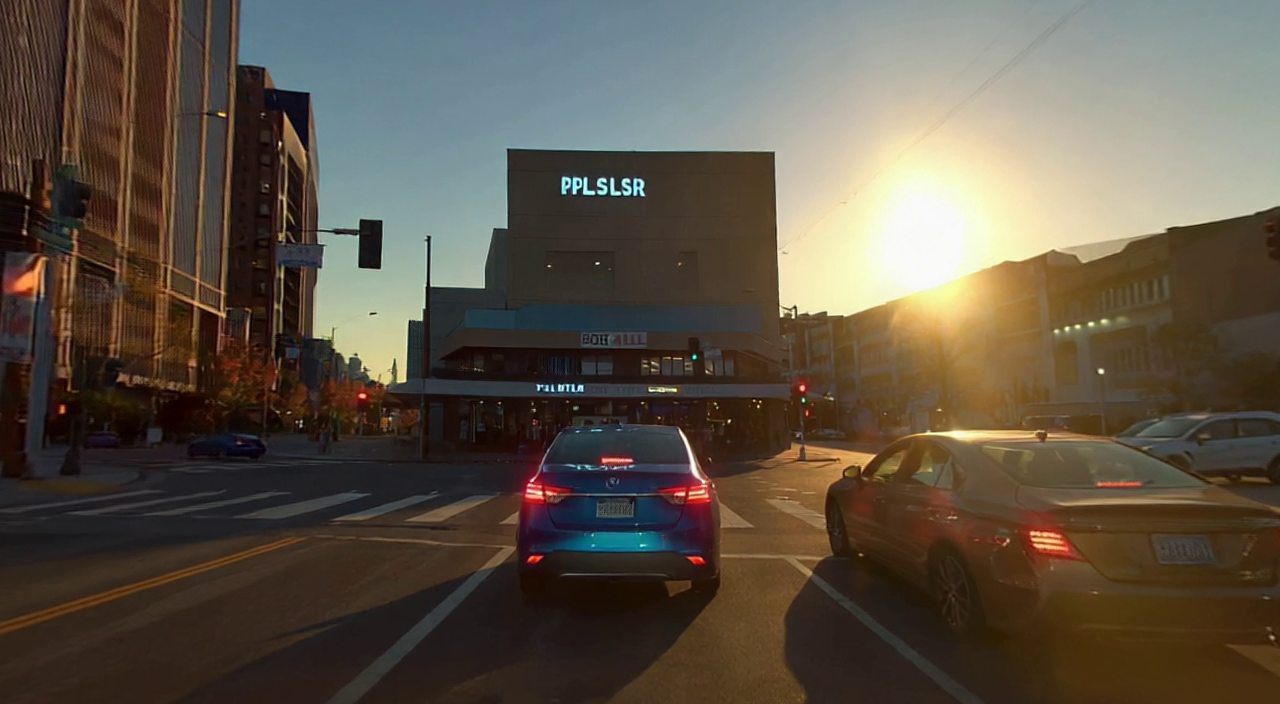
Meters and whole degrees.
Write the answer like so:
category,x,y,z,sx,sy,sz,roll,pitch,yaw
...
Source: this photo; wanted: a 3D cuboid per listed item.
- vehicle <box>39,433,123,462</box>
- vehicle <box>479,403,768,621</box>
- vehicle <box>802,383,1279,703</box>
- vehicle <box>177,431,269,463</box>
category,x,y,z,sx,sy,sz,roll,pitch,yaw
vehicle,-33.224,5.674,37.527,4.253,1.570,2.132,-4,-9,26
vehicle,-0.141,1.525,7.077,2.123,1.589,4.702,0,-8,0
vehicle,3.030,1.307,5.443,1.983,1.654,4.354,0,-8,-2
vehicle,-25.099,5.717,37.984,5.003,1.799,2.066,-4,-9,23
